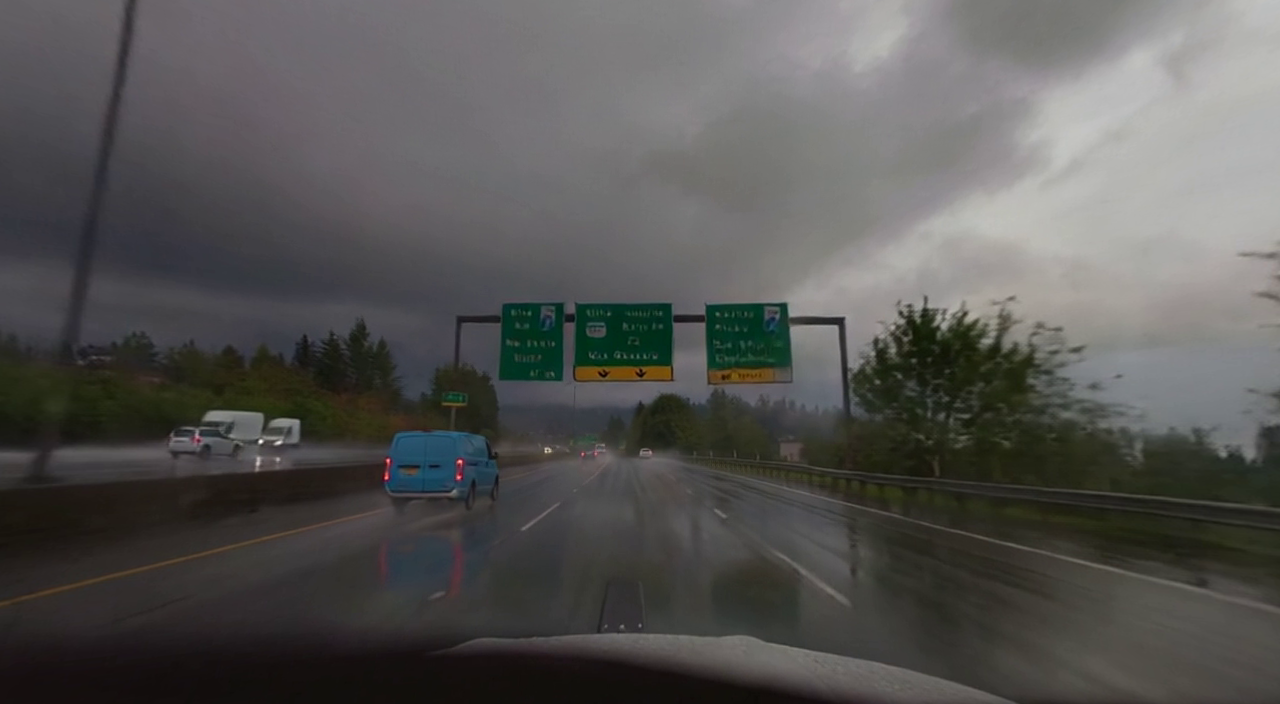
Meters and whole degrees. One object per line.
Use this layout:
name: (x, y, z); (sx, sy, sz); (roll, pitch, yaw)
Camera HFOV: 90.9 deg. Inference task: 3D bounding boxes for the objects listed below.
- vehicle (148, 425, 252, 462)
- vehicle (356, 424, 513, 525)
vehicle: (-19.001, 3.998, 27.406); (1.879, 1.492, 3.607); (0, -9, 0)
vehicle: (-4.122, 2.541, 13.534); (1.971, 1.795, 4.389); (0, -9, -2)
